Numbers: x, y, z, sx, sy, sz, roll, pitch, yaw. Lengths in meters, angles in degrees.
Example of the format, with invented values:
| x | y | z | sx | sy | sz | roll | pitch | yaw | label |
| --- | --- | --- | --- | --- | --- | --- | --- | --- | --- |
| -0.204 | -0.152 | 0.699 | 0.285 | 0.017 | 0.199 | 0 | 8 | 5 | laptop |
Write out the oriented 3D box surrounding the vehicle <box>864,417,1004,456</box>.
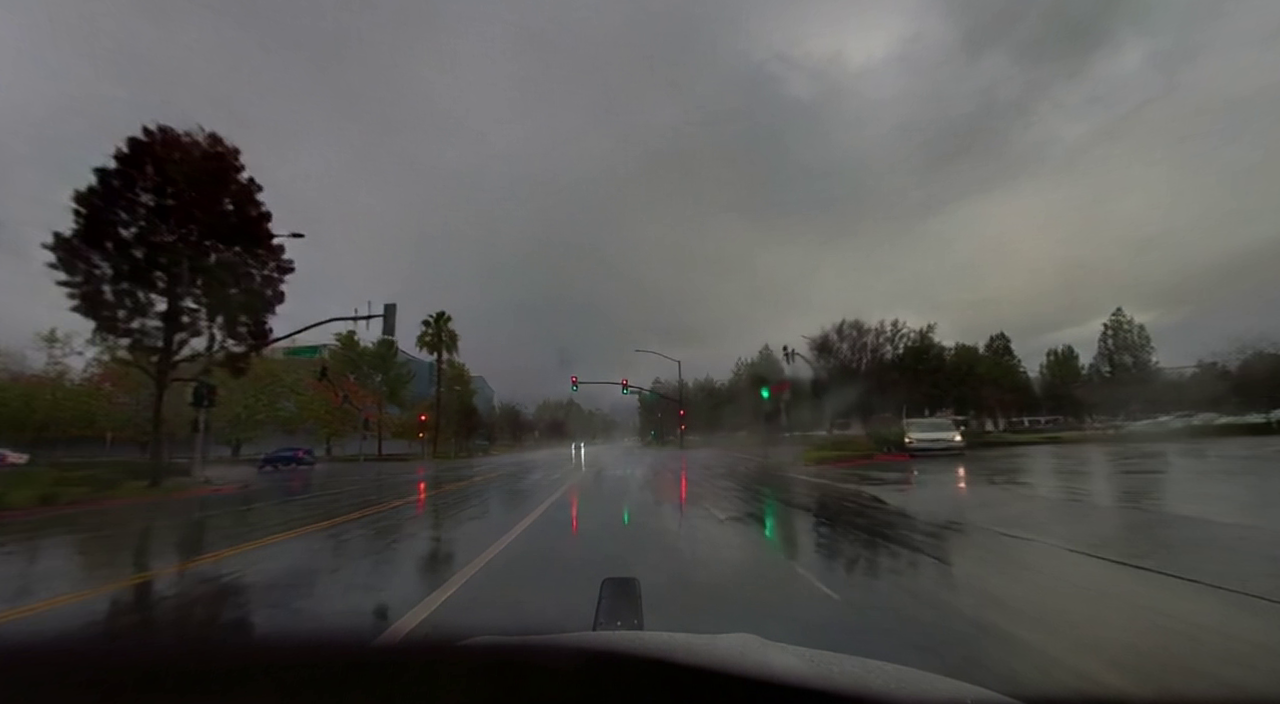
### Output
| x | y | z | sx | sy | sz | roll | pitch | yaw | label |
| --- | --- | --- | --- | --- | --- | --- | --- | --- | --- |
| 11.840 | 3.428 | 25.731 | 4.670 | 1.476 | 2.042 | 0 | -8 | 0 | vehicle |
